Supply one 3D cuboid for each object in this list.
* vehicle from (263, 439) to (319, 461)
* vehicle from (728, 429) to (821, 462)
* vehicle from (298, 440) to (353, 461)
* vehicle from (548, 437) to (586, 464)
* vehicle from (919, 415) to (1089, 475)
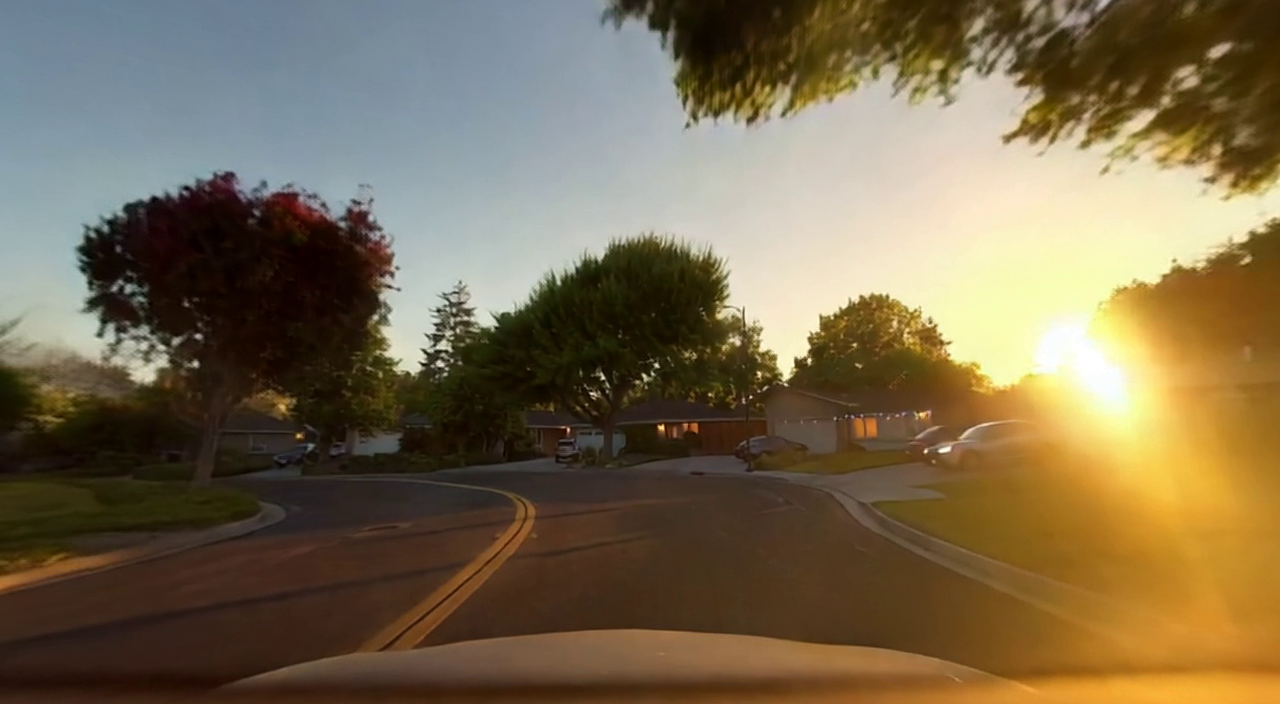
[{"bbox_3d":[-26.521,7.460,48.157,2.042,1.633,4.132,0,-8,-3],"label":"vehicle"},{"bbox_3d":[7.601,5.249,35.572,4.799,1.451,2.144,0,-7,-31],"label":"vehicle"},{"bbox_3d":[-23.866,7.480,48.116,1.933,1.477,4.361,0,-8,-1],"label":"vehicle"},{"bbox_3d":[-4.833,6.550,42.456,1.819,1.442,4.329,0,-4,3],"label":"vehicle"},{"bbox_3d":[12.017,3.115,21.107,4.327,1.573,1.967,-5,-9,0],"label":"vehicle"}]
